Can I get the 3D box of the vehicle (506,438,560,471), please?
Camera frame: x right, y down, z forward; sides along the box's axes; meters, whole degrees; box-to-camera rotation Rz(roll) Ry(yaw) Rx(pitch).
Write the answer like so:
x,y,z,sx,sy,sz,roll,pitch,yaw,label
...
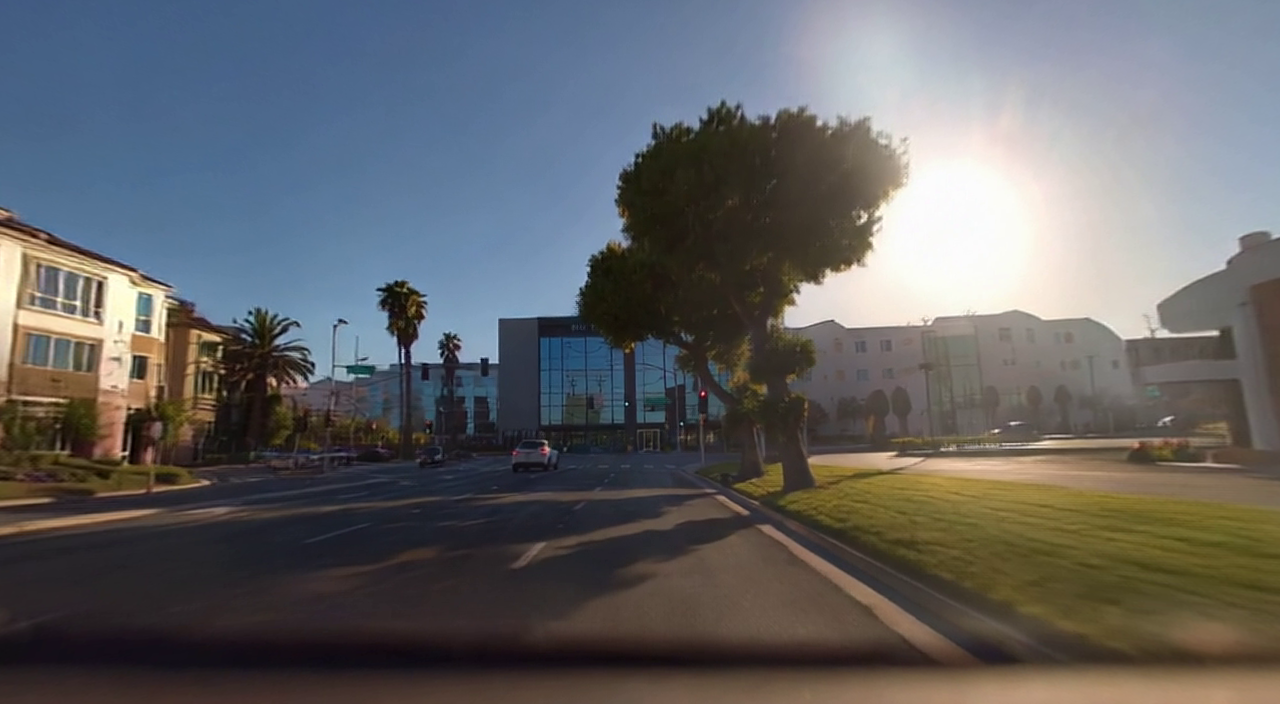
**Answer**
x,y,z,sx,sy,sz,roll,pitch,yaw,label
-6.022,5.857,35.974,2.121,1.731,4.707,0,-8,1,vehicle
